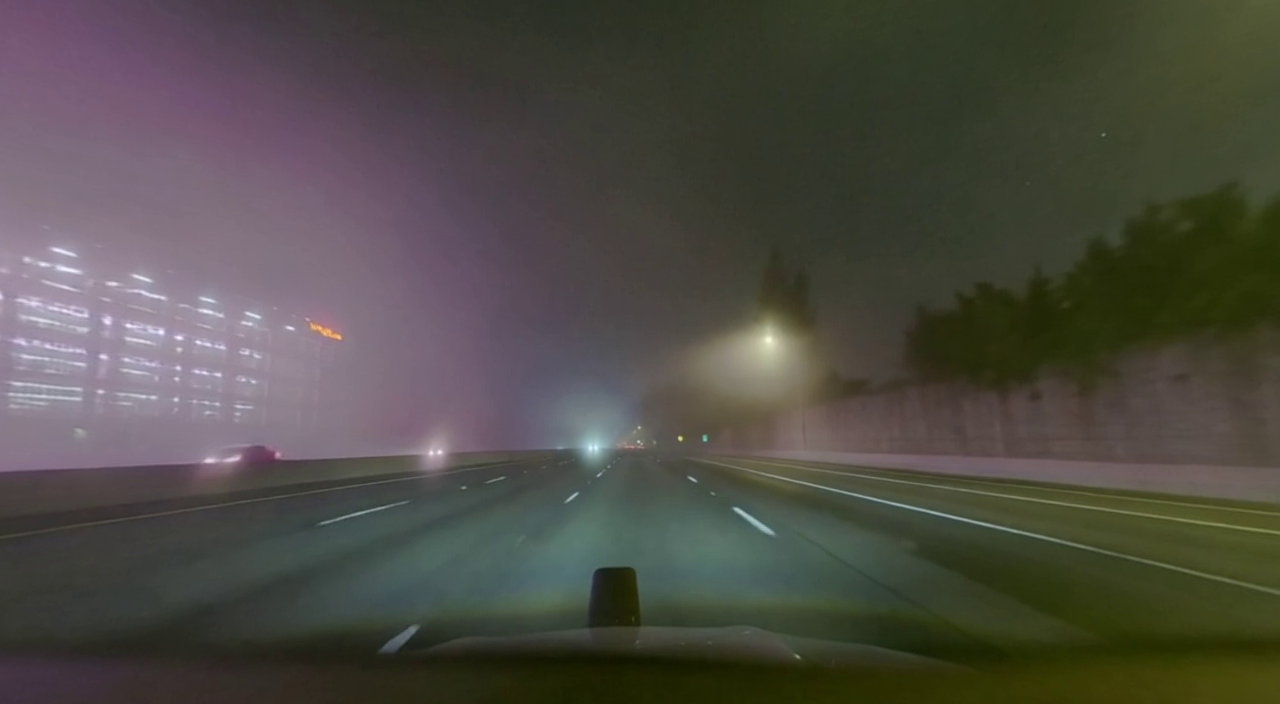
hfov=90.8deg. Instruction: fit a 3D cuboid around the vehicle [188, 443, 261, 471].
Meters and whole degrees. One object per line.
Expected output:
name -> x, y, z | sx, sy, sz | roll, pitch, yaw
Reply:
vehicle -> -26.647, 6.758, 40.716 | 1.881, 1.675, 4.137 | 0, -9, 0
